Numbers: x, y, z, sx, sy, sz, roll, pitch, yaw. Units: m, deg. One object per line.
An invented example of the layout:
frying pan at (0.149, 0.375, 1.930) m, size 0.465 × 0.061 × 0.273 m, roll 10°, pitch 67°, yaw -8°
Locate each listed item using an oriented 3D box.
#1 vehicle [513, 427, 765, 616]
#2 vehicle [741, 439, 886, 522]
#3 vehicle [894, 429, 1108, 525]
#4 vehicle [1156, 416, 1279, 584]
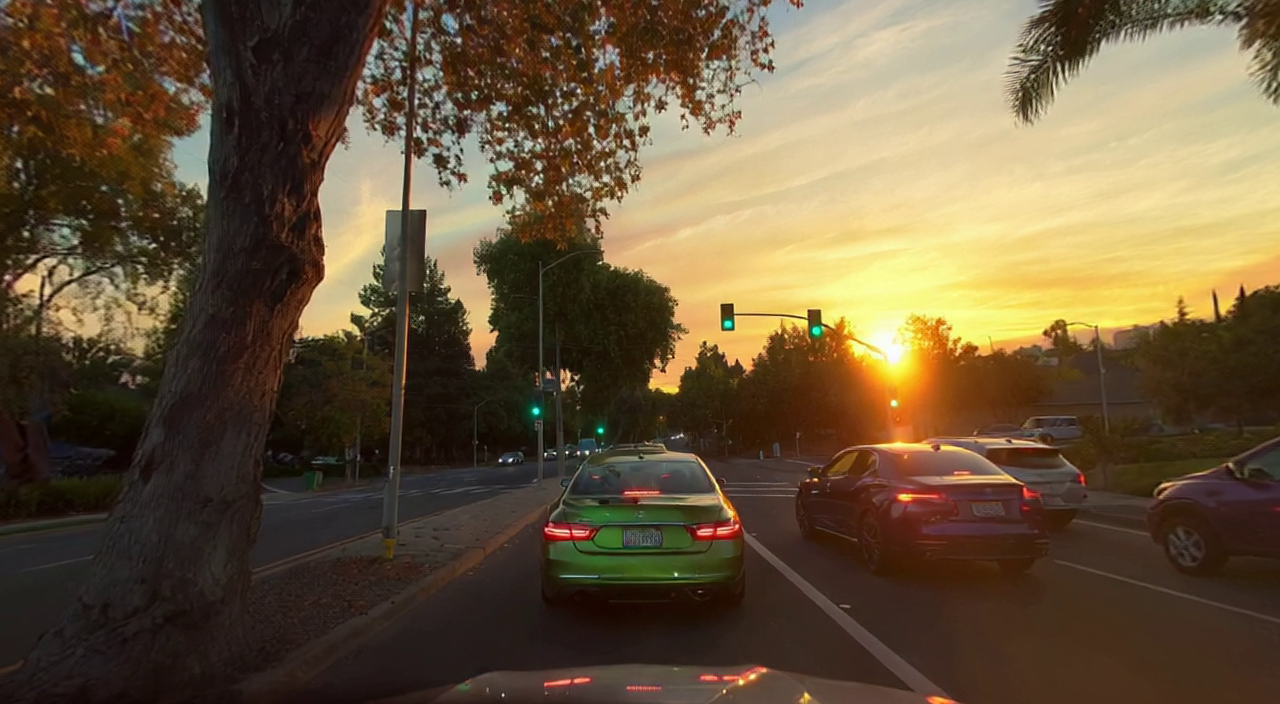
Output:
vehicle at (0.013, 1.677, 7.095) m, size 2.015 × 1.502 × 3.898 m, roll 0°, pitch -9°, yaw 1°
vehicle at (3.538, 2.714, 13.824) m, size 1.934 × 1.494 × 4.446 m, roll 0°, pitch -9°, yaw 0°
vehicle at (7.025, 2.465, 12.897) m, size 1.923 × 1.611 × 4.094 m, roll 0°, pitch -9°, yaw 0°
vehicle at (6.937, 1.336, 5.581) m, size 1.783 × 1.572 × 3.421 m, roll 0°, pitch -9°, yaw 1°
